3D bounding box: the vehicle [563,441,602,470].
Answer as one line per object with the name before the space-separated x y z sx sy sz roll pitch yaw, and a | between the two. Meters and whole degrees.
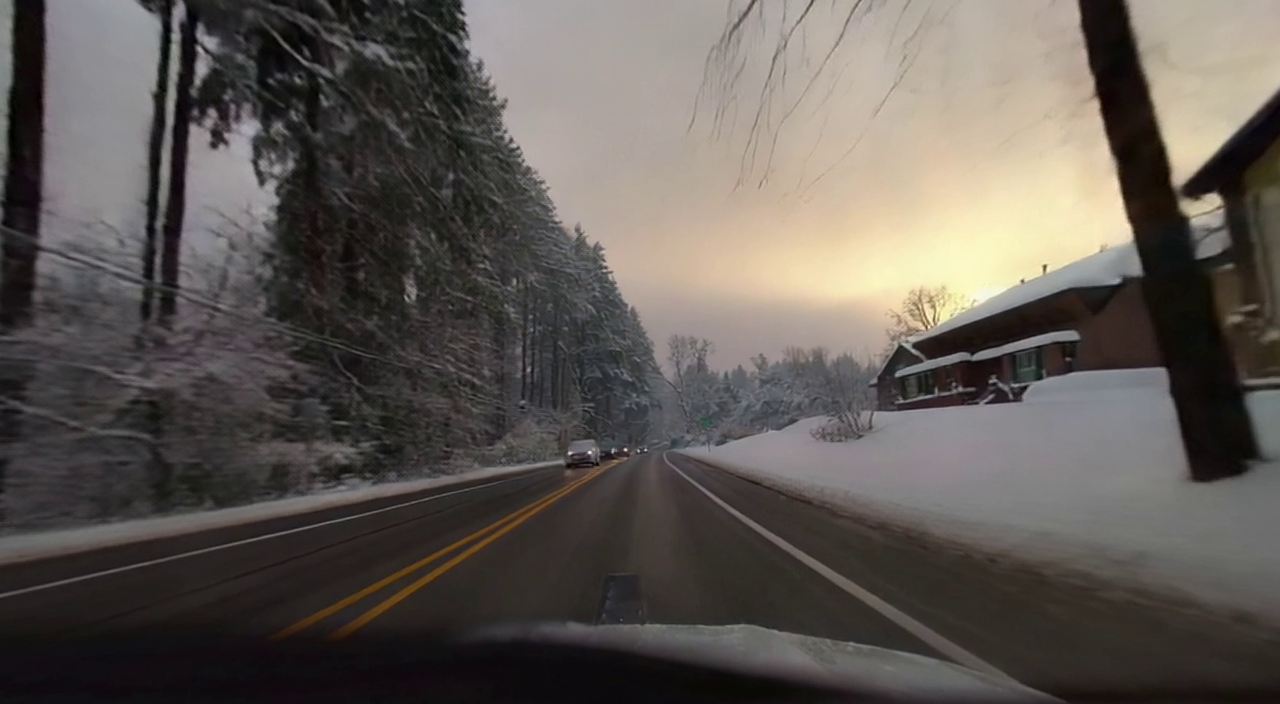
vehicle | -3.703 6.694 41.174 1.984 1.705 4.346 -1 -8 2
